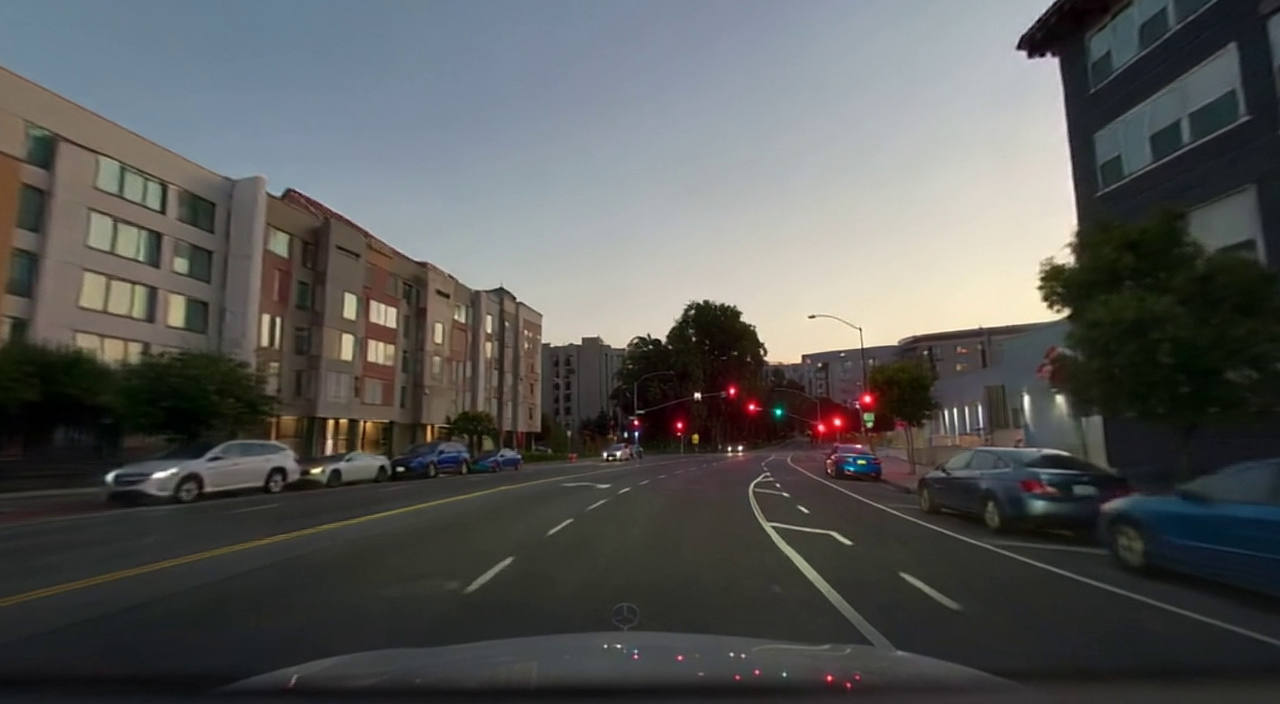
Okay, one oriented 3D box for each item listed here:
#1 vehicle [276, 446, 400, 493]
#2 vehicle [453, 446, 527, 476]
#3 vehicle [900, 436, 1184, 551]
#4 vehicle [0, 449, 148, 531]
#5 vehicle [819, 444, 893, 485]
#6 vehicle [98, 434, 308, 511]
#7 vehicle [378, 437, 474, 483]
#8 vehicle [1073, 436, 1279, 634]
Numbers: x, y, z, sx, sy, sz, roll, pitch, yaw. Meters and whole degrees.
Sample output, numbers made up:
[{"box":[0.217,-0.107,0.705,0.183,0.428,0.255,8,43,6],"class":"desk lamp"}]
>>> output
[{"box":[-10.818,4.208,23.060,1.830,1.497,4.436,-1,-9,9],"class":"vehicle"},{"box":[-8.117,5.948,34.738,1.894,1.493,4.902,-2,-9,14],"class":"vehicle"},{"box":[6.430,2.270,11.008,2.049,1.517,4.830,-1,-8,4],"class":"vehicle"},{"box":[-12.389,2.607,12.144,1.811,1.459,4.702,-1,-8,5],"class":"vehicle"},{"box":[8.731,4.550,26.051,2.010,1.473,5.353,-1,-9,10],"class":"vehicle"},{"box":[-11.600,3.198,17.372,1.933,1.759,5.002,-1,-8,4],"class":"vehicle"},{"box":[-9.599,4.869,28.846,2.083,1.882,4.642,-2,-9,10],"class":"vehicle"},{"box":[5.756,1.372,4.585,1.876,1.466,4.943,1,-9,2],"class":"vehicle"}]
